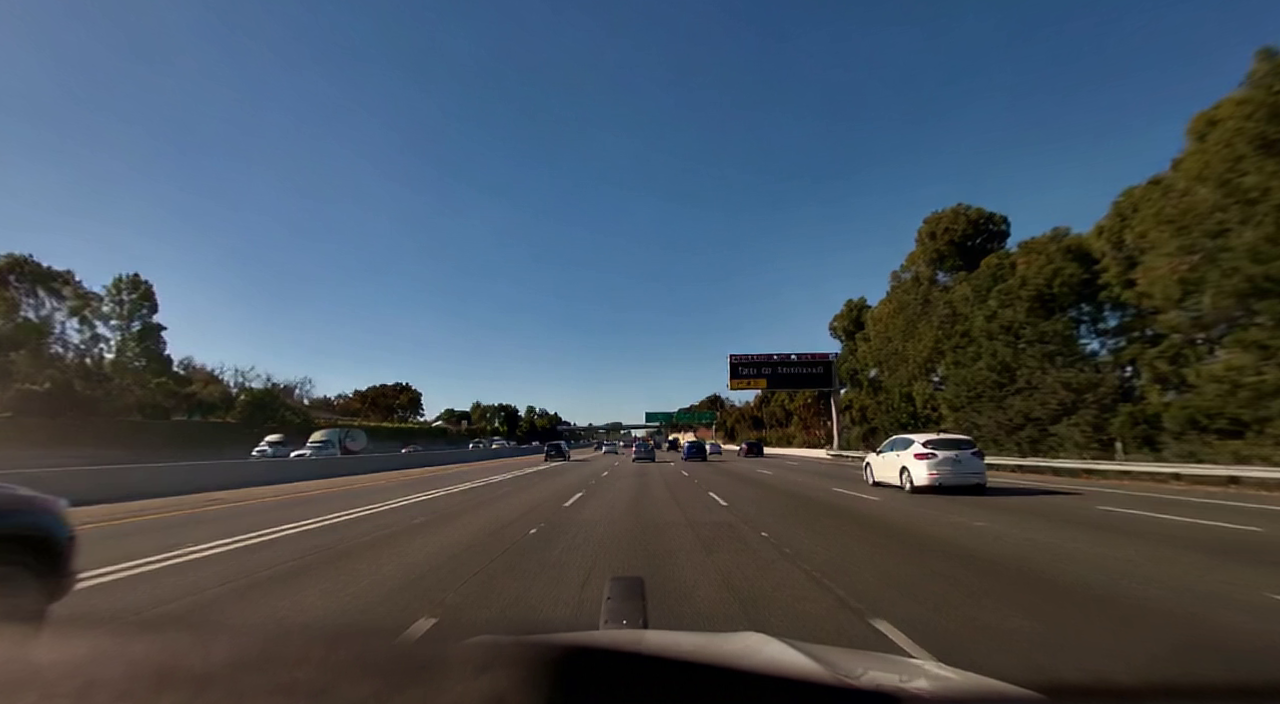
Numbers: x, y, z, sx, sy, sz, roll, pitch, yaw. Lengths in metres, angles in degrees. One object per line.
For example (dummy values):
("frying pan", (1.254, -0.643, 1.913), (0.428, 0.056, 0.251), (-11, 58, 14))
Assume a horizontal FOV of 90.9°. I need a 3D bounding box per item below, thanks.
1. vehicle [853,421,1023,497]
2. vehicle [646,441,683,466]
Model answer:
("vehicle", (7.915, 2.905, 17.461), (2.123, 1.756, 4.959), (0, -8, -2))
("vehicle", (1.447, 6.278, 39.158), (2.050, 1.452, 3.917), (0, -8, -1))
